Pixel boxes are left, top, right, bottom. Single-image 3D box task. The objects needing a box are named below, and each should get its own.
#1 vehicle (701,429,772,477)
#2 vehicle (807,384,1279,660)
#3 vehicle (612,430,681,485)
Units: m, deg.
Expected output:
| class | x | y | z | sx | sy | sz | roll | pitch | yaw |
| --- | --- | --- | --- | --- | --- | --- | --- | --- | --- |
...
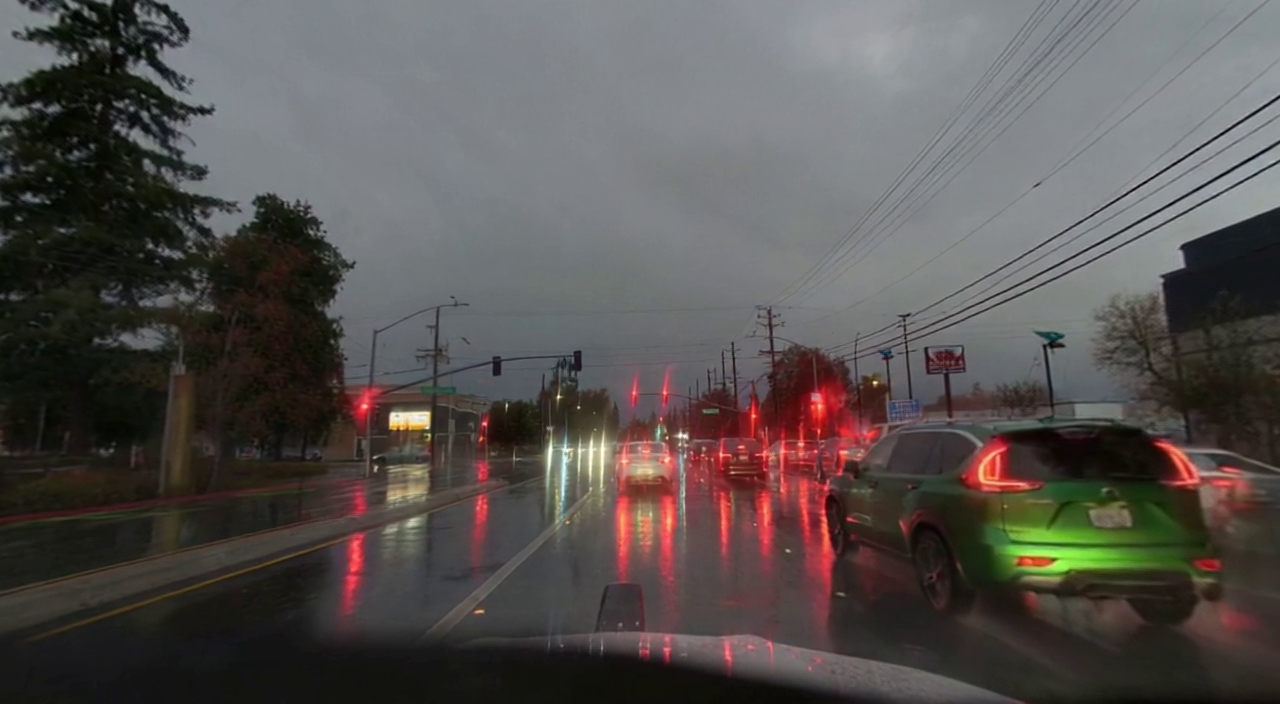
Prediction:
| class | x | y | z | sx | sy | sz | roll | pitch | yaw |
| --- | --- | --- | --- | --- | --- | --- | --- | --- | --- |
| vehicle | 3.813 | 4.109 | 25.880 | 2.060 | 1.789 | 4.712 | 0 | -9 | -1 |
| vehicle | 3.139 | 1.321 | 5.934 | 1.998 | 1.620 | 4.267 | 0 | -9 | 1 |
| vehicle | 0.220 | 3.572 | 21.609 | 2.149 | 1.668 | 3.962 | 0 | -9 | 0 |
